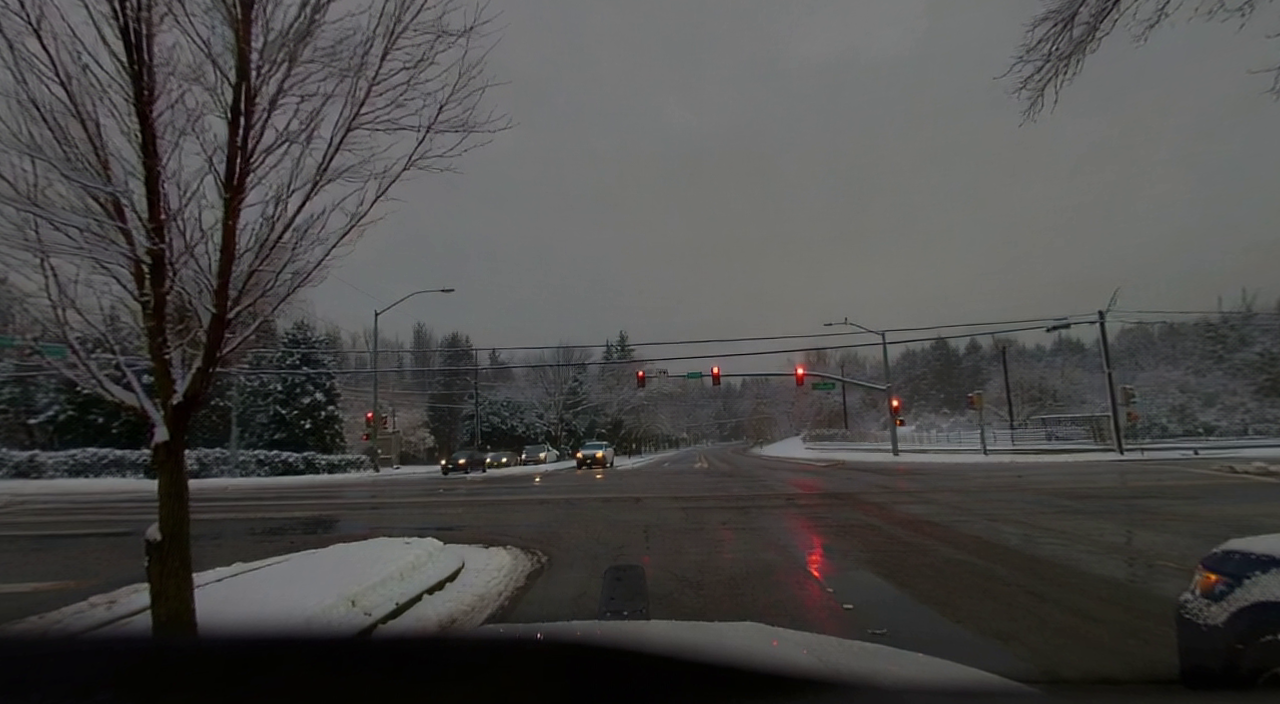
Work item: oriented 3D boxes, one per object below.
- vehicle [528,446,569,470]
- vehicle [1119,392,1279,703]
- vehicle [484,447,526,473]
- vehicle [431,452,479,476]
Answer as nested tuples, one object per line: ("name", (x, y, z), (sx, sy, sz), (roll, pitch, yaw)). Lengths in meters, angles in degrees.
("vehicle", (-6.562, 7.609, 45.507), (2.126, 1.657, 4.307), (-1, -9, 2))
("vehicle", (3.060, 0.619, 0.418), (1.978, 1.468, 4.544), (0, -9, 1))
("vehicle", (-9.781, 7.833, 45.933), (2.064, 1.725, 4.243), (0, -9, 1))
("vehicle", (-13.403, 8.113, 45.984), (2.101, 1.637, 4.304), (0, -9, 1))
